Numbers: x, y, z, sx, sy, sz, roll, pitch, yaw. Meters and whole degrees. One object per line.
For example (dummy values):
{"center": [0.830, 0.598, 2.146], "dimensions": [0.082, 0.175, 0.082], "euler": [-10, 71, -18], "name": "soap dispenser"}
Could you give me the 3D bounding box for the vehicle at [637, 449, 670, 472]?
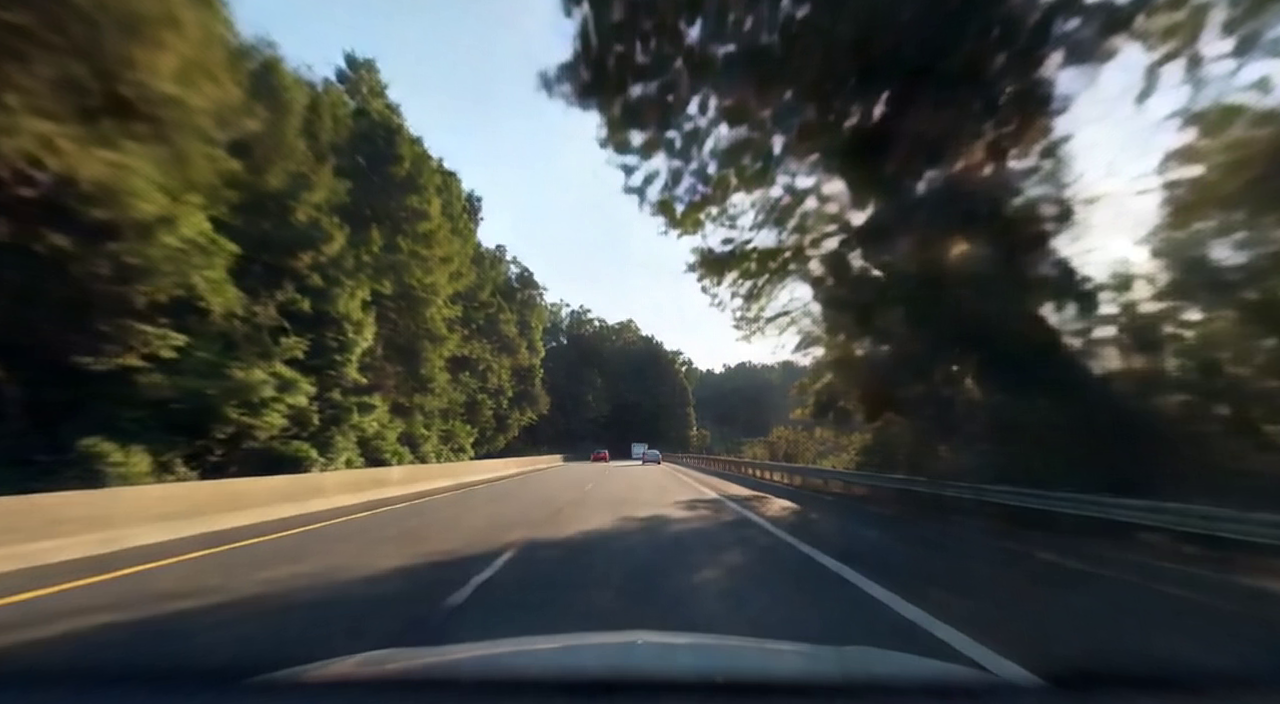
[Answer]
{"center": [0.832, 7.235, 42.265], "dimensions": [2.046, 1.452, 4.407], "euler": [0, -9, -1], "name": "vehicle"}
